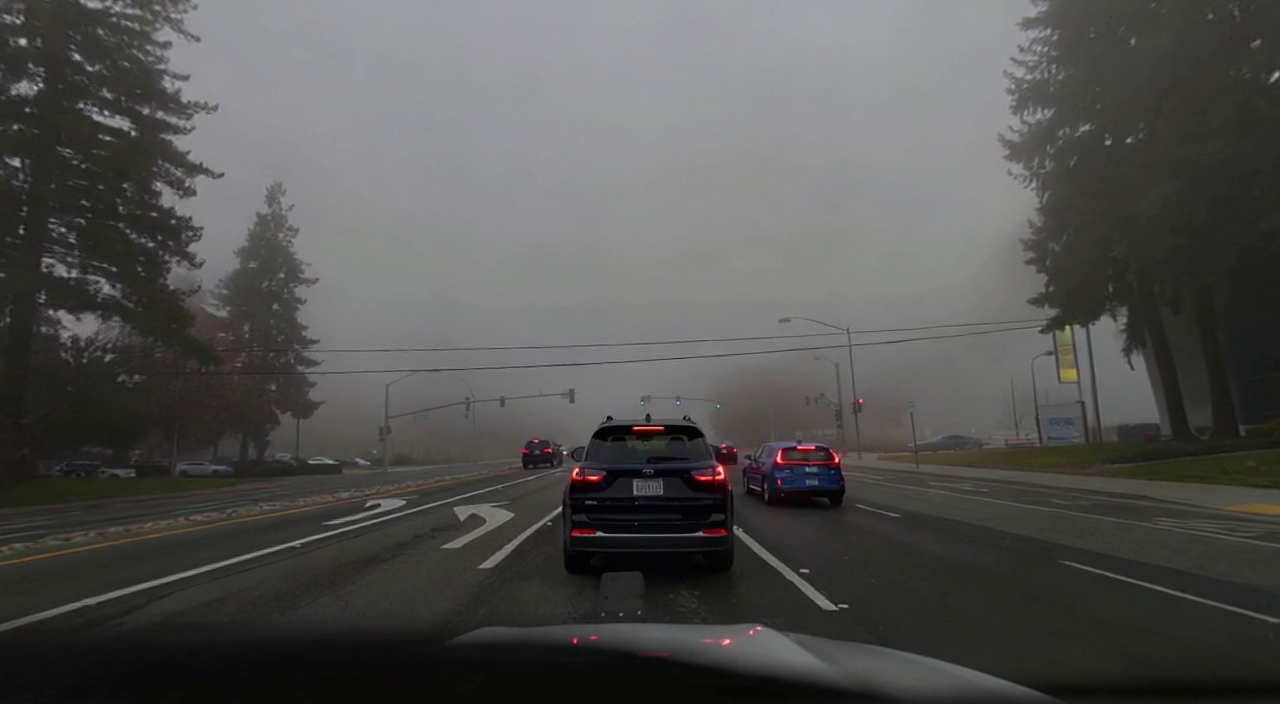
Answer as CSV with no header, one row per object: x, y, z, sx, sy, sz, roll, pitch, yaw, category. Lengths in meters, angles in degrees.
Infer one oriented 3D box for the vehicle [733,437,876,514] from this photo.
3.498,2.715,14.394,1.997,1.471,4.321,0,-9,-1,vehicle

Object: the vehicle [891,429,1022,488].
10.859,3.695,22.126,2.123,1.812,4.553,0,-9,-1,vehicle

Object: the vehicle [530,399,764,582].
0.062,1.655,8.268,2.266,1.762,4.131,0,-9,0,vehicle
